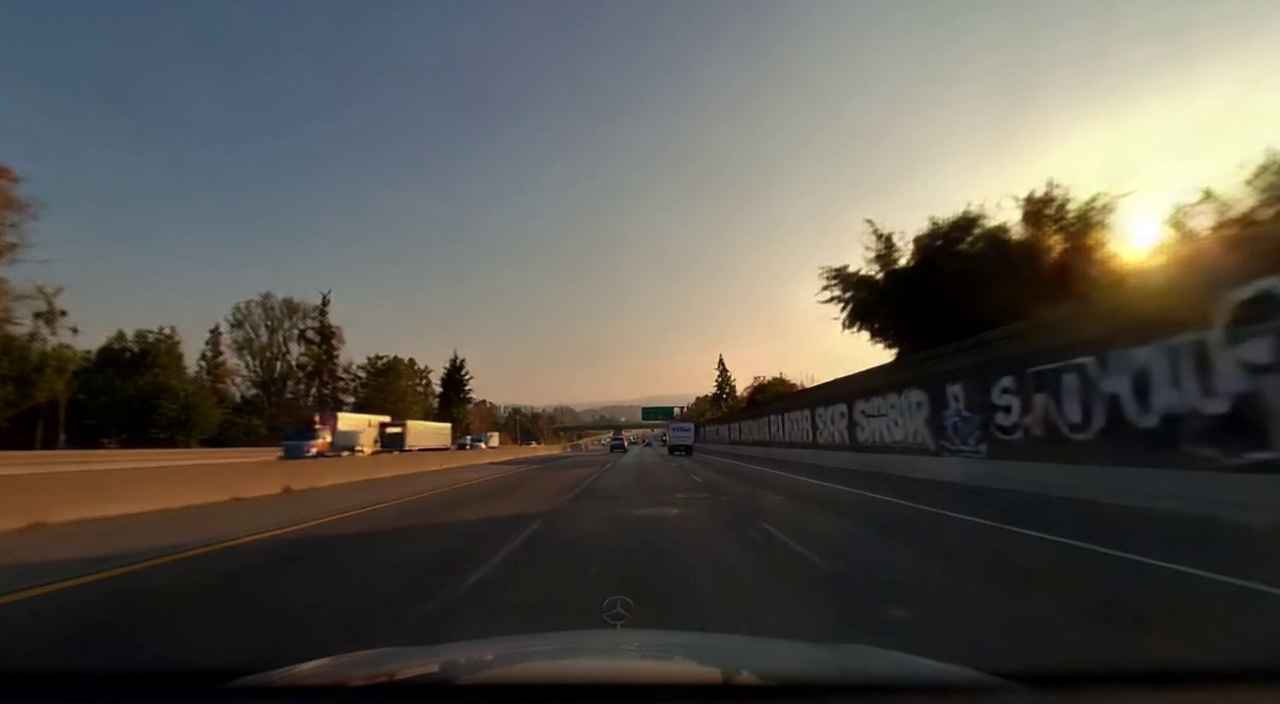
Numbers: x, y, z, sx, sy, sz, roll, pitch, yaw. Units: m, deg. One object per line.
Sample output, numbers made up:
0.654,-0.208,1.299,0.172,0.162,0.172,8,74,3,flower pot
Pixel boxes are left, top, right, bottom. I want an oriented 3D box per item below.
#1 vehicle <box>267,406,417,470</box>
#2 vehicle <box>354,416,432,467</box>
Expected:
-20.978,6.376,46.450,2.941,3.798,16.803,0,-8,0,vehicle
-16.963,6.196,43.725,2.874,3.248,6.139,0,-8,-1,vehicle
